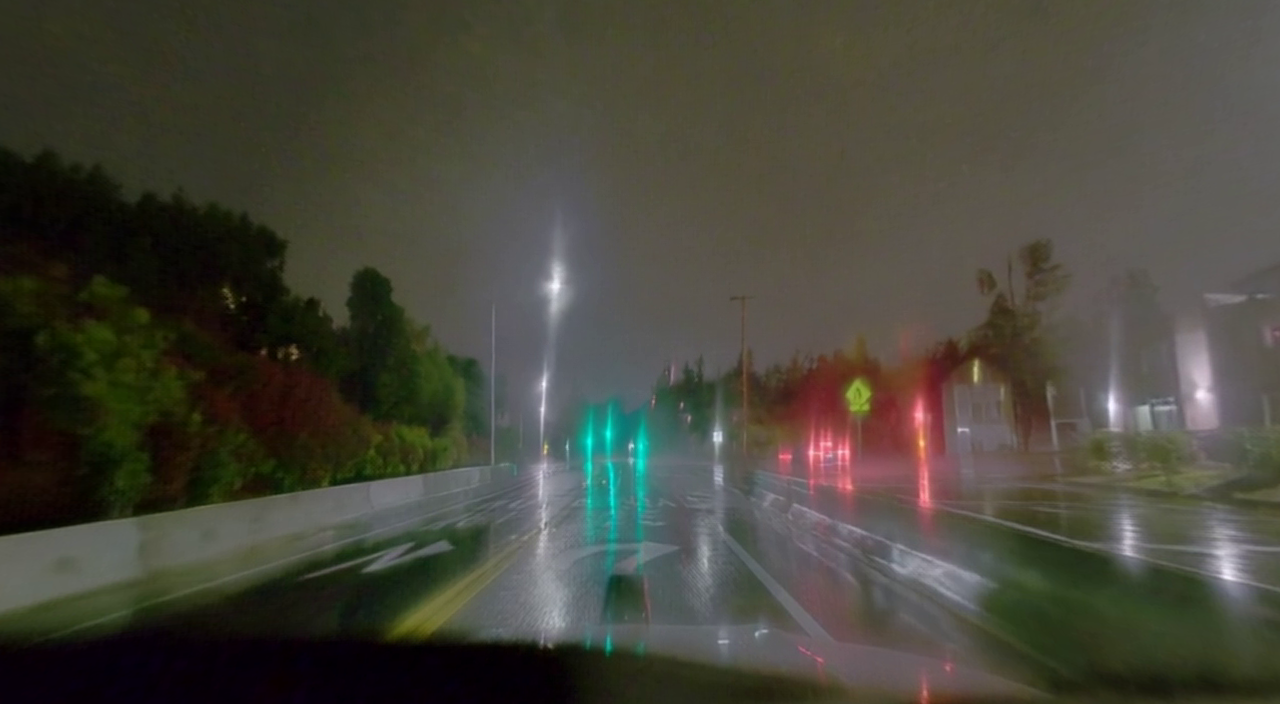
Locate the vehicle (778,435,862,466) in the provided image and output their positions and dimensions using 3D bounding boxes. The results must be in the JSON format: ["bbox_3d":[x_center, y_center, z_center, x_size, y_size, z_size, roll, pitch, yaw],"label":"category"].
[{"bbox_3d":[10.982,6.059,38.789,4.614,1.764,1.860,-2,-8,6],"label":"vehicle"}]
